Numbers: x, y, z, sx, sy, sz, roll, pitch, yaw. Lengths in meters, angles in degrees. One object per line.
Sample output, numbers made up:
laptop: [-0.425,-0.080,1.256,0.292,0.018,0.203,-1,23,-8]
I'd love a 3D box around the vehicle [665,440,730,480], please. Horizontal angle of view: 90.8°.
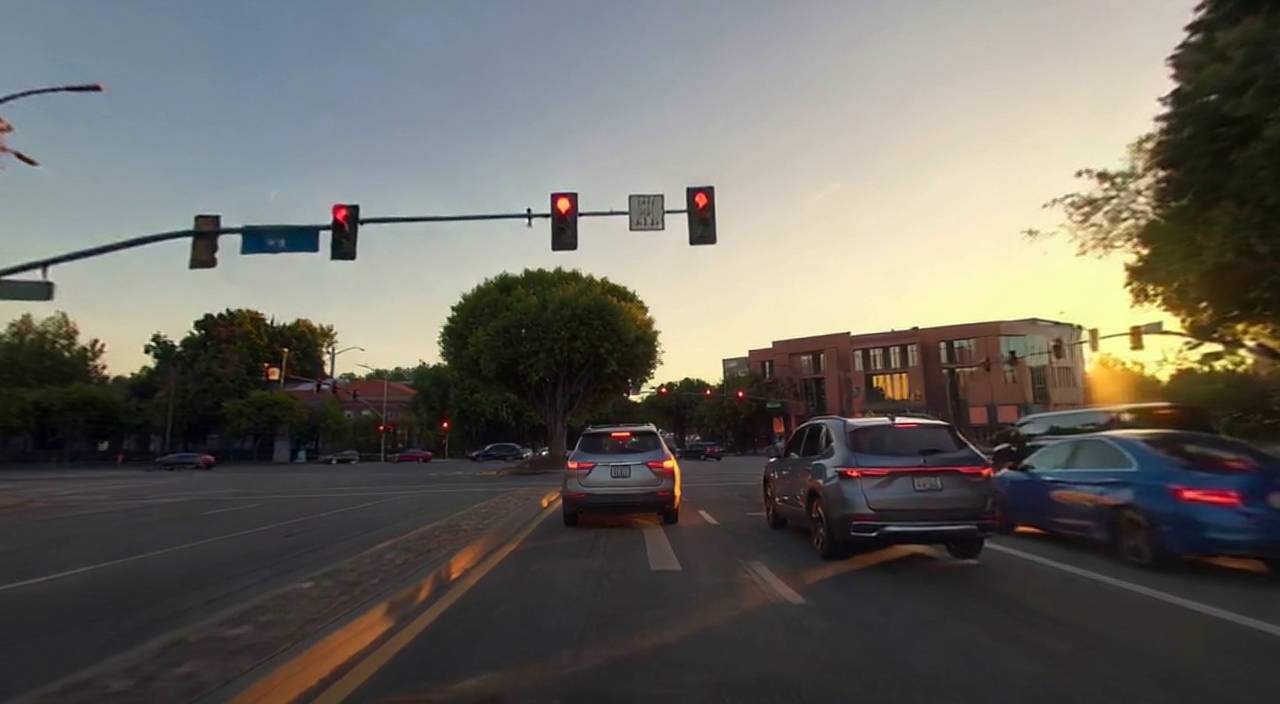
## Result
vehicle: [2.208,4.312,25.597,1.900,1.459,4.260,1,-8,-5]

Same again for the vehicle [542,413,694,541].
vehicle: [-0.342,1.996,10.650,2.039,1.698,4.144,0,-8,-1]

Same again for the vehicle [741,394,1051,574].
vehicle: [2.951,1.653,8.641,2.228,1.798,4.370,0,-9,-3]

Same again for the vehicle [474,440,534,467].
vehicle: [-9.191,6.822,42.550,2.188,1.712,4.318,7,-11,-38]

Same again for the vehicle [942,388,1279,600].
vehicle: [6.095,1.548,7.863,2.049,1.743,5.146,0,-8,-1]
